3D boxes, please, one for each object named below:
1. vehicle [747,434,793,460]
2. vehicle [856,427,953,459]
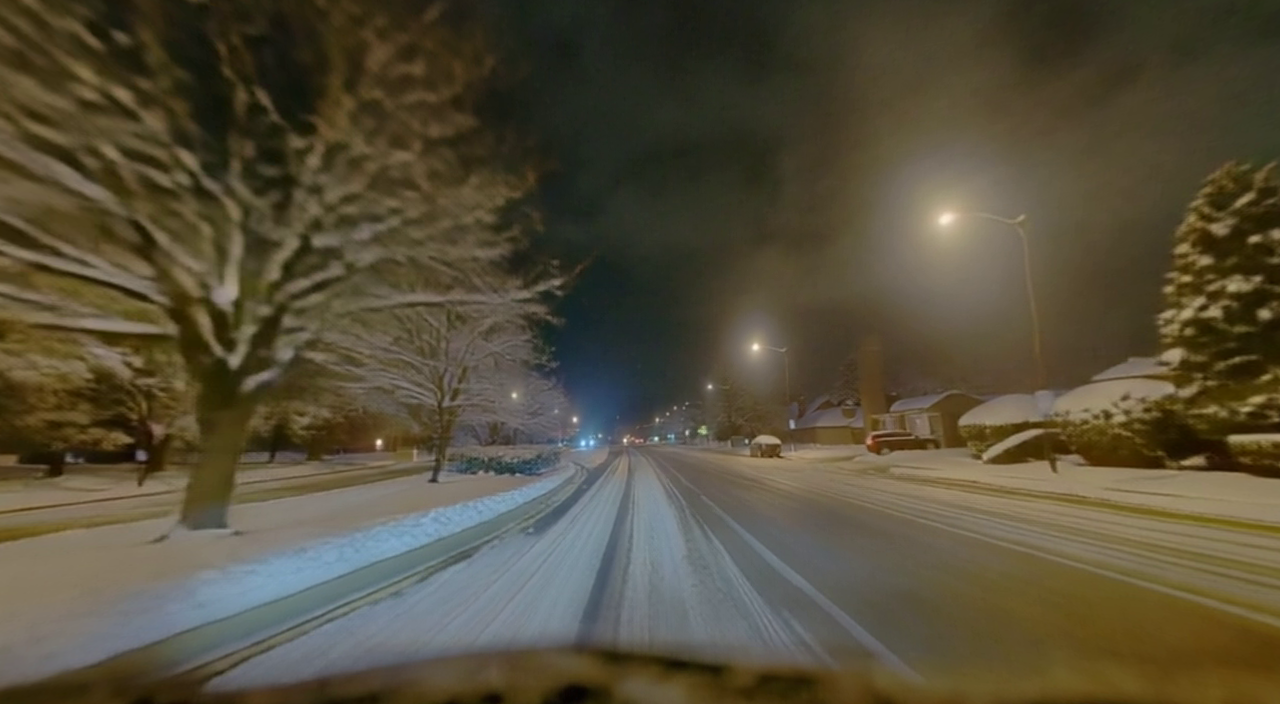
[{"bbox_3d":[9.197,6.759,44.966,2.096,1.703,4.583,0,-9,-3],"label":"vehicle"},{"bbox_3d":[15.323,5.312,36.780,4.605,1.779,2.135,0,-9,-1],"label":"vehicle"}]
